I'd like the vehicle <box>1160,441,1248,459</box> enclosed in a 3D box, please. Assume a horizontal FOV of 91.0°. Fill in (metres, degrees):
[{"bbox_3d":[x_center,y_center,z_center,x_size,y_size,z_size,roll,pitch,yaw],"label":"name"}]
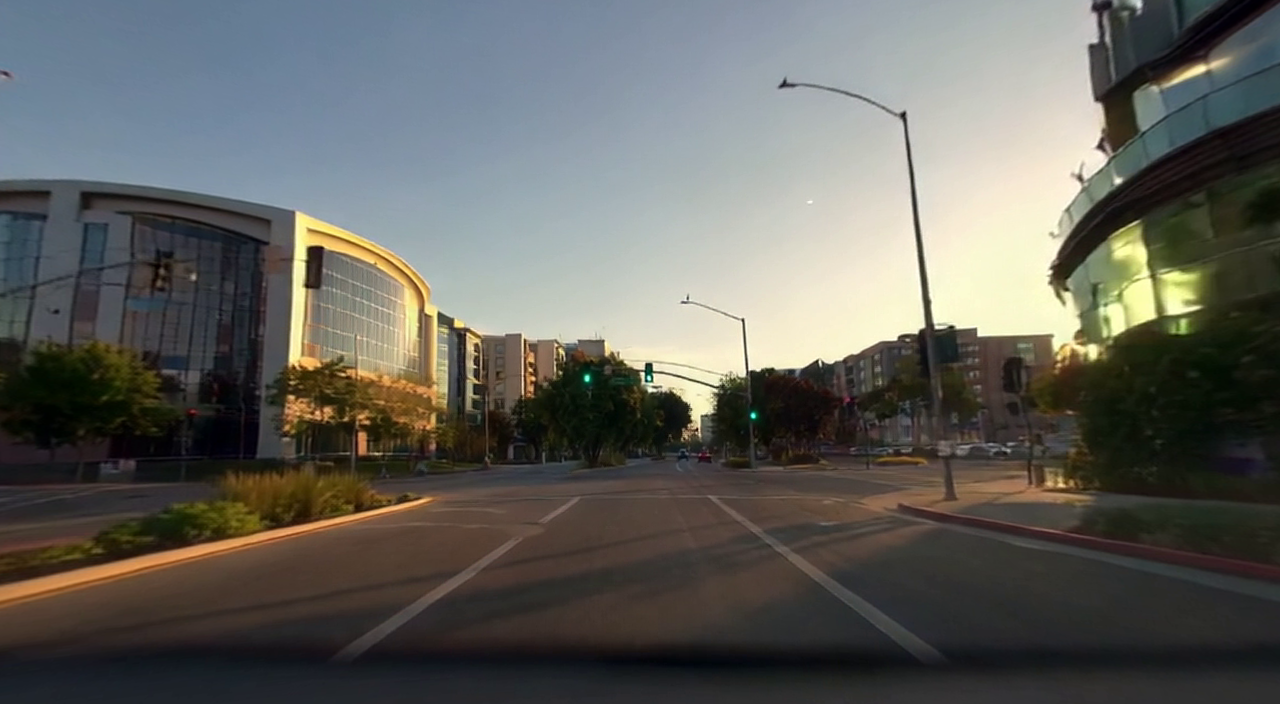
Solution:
[{"bbox_3d":[41.282,7.199,46.157,4.337,1.300,1.868,-2,-9,10],"label":"vehicle"}]
